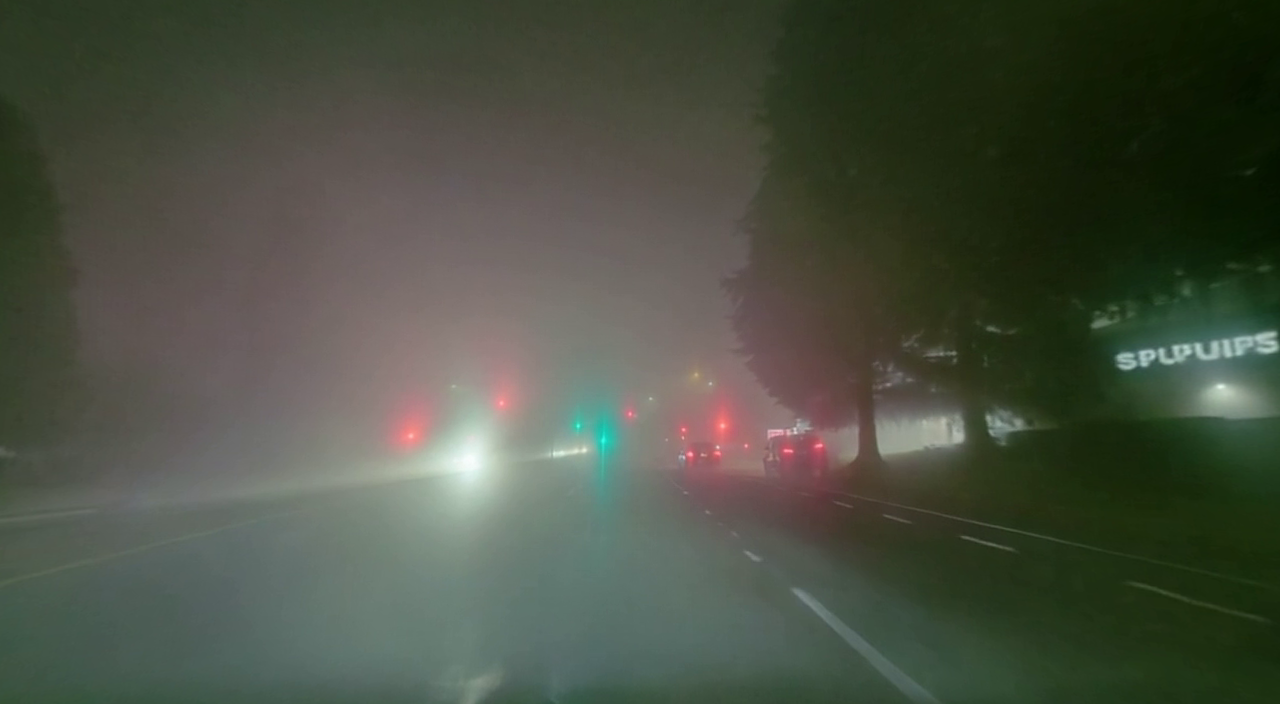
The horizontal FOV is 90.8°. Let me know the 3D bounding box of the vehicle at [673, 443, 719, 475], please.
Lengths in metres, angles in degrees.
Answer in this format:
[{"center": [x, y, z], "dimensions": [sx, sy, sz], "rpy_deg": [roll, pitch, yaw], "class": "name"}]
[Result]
[{"center": [2.951, 5.696, 33.929], "dimensions": [1.961, 1.580, 4.020], "rpy_deg": [0, -9, -2], "class": "vehicle"}]
